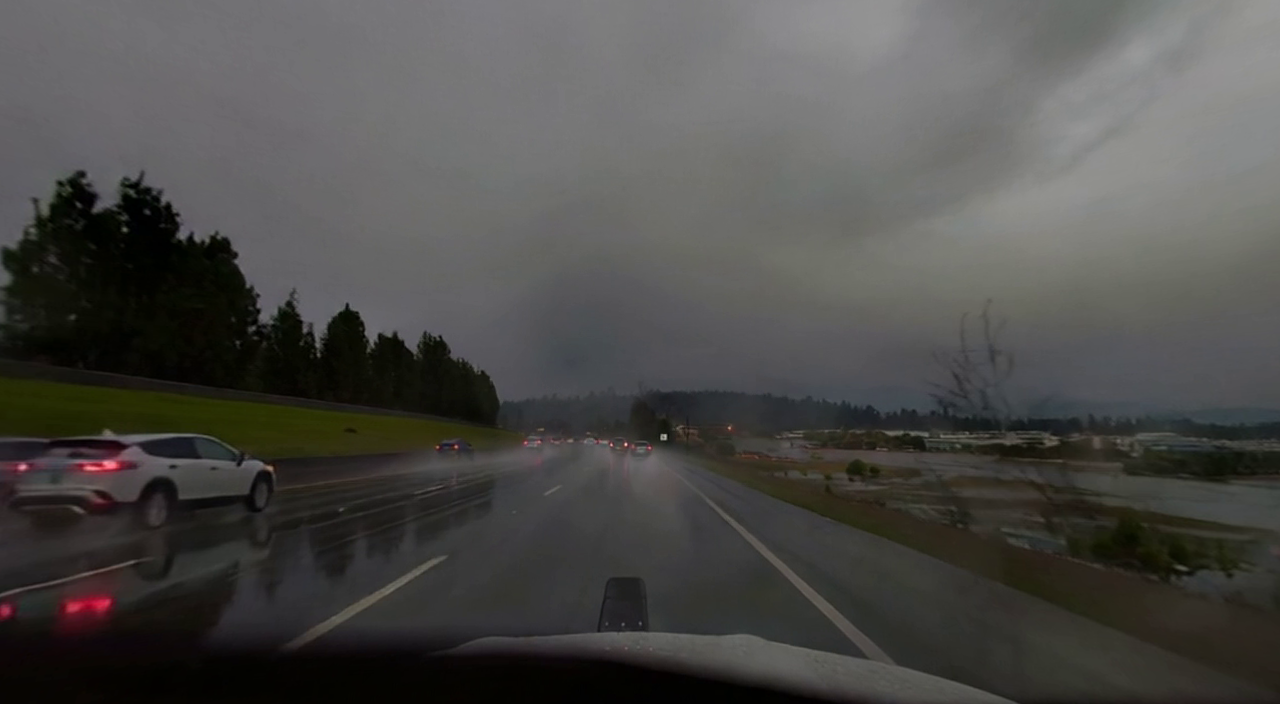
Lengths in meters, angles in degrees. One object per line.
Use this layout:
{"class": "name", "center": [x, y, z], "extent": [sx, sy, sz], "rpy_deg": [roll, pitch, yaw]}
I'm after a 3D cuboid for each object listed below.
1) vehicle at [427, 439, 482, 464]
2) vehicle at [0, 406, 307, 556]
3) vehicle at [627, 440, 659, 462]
{"class": "vehicle", "center": [-11.837, 6.395, 40.401], "extent": [2.056, 1.489, 4.852], "rpy_deg": [0, -8, 0]}
{"class": "vehicle", "center": [-7.713, 1.846, 9.788], "extent": [2.238, 1.712, 5.000], "rpy_deg": [0, -8, 1]}
{"class": "vehicle", "center": [0.178, 6.923, 44.237], "extent": [2.060, 1.465, 3.974], "rpy_deg": [0, -8, -2]}
